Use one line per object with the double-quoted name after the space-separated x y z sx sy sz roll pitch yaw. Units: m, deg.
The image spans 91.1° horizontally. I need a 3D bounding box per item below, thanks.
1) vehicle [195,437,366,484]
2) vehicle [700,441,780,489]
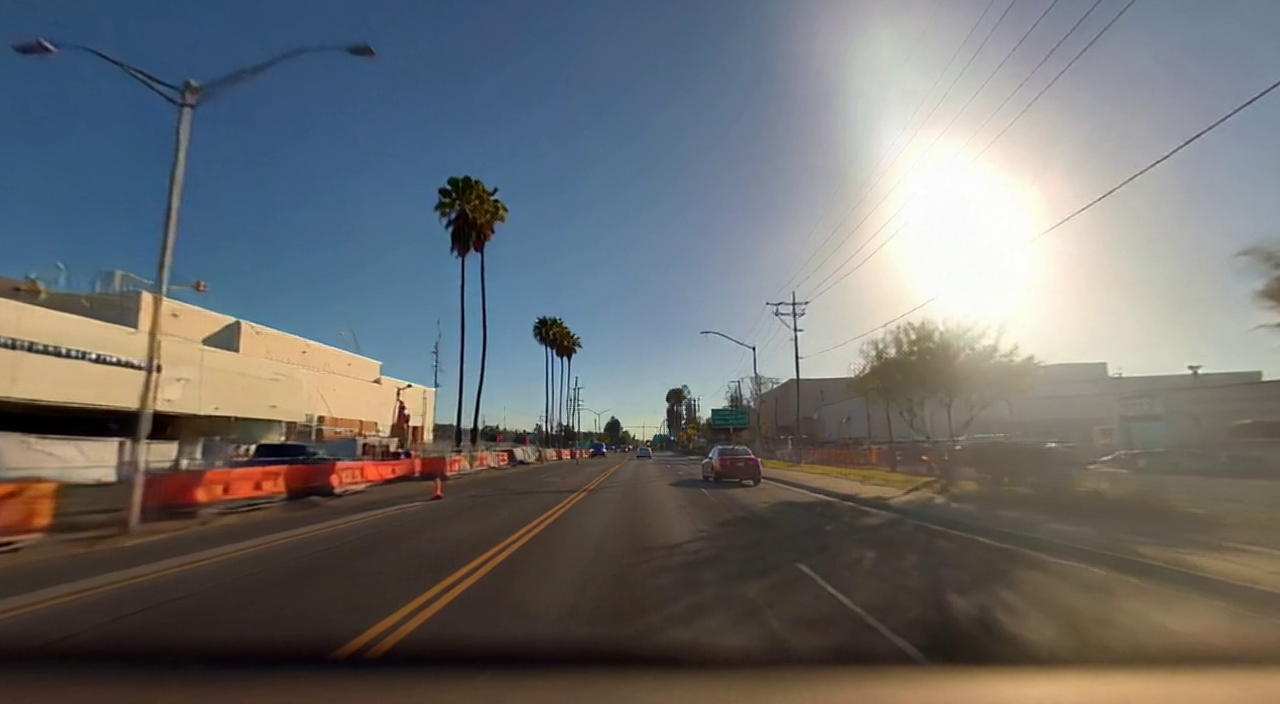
-18.161 5.455 32.093 6.969 2.132 2.716 8 -12 -44 "vehicle"
3.500 4.044 22.891 2.148 1.562 4.642 0 -8 0 "vehicle"
